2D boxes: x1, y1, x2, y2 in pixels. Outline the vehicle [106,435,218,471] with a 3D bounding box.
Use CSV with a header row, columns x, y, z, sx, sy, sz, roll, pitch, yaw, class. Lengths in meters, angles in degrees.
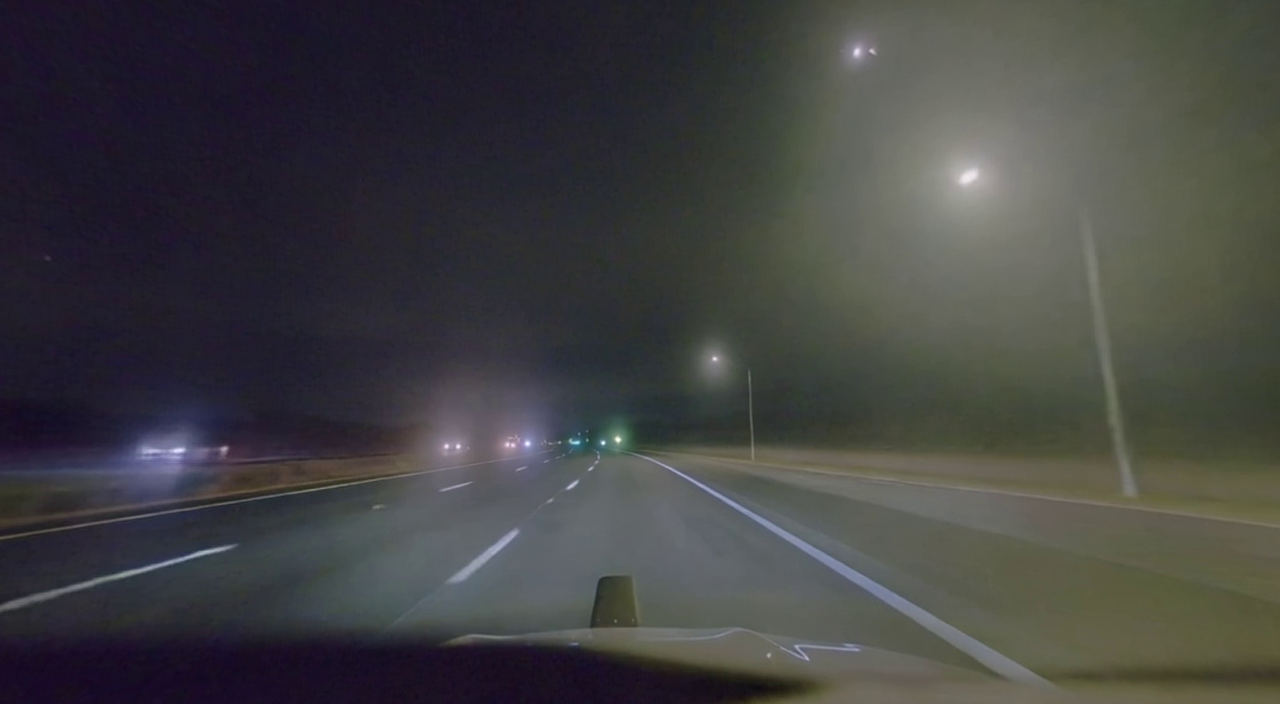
x,y,z,sx,sy,sz,roll,pitch,yaw,class
-23.614,4.988,31.376,1.938,1.603,4.827,0,-8,-2,vehicle
